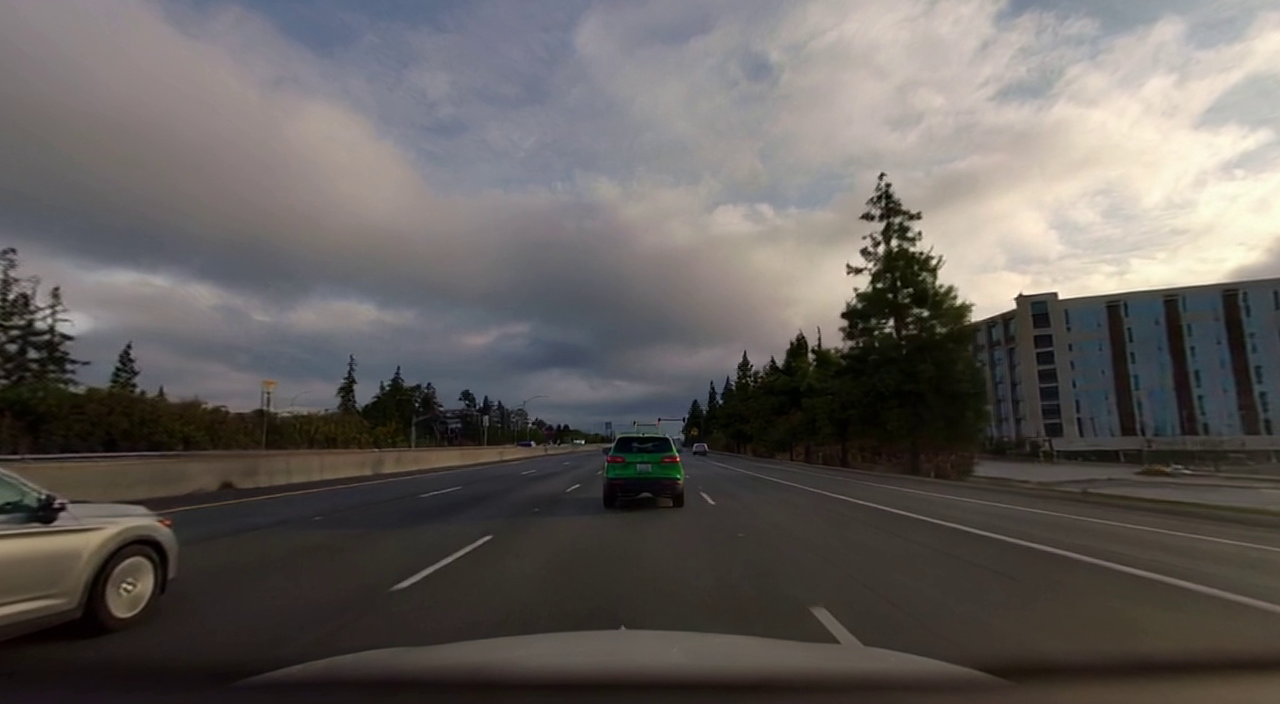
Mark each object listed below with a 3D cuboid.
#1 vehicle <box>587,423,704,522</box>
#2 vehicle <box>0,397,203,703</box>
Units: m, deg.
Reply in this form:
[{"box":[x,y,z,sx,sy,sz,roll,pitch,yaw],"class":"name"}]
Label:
[{"box":[0.149,2.511,13.609,2.111,1.742,4.315,0,-9,1],"class":"vehicle"},{"box":[-4.006,0.837,2.088,1.969,1.520,4.190,0,-9,2],"class":"vehicle"}]
